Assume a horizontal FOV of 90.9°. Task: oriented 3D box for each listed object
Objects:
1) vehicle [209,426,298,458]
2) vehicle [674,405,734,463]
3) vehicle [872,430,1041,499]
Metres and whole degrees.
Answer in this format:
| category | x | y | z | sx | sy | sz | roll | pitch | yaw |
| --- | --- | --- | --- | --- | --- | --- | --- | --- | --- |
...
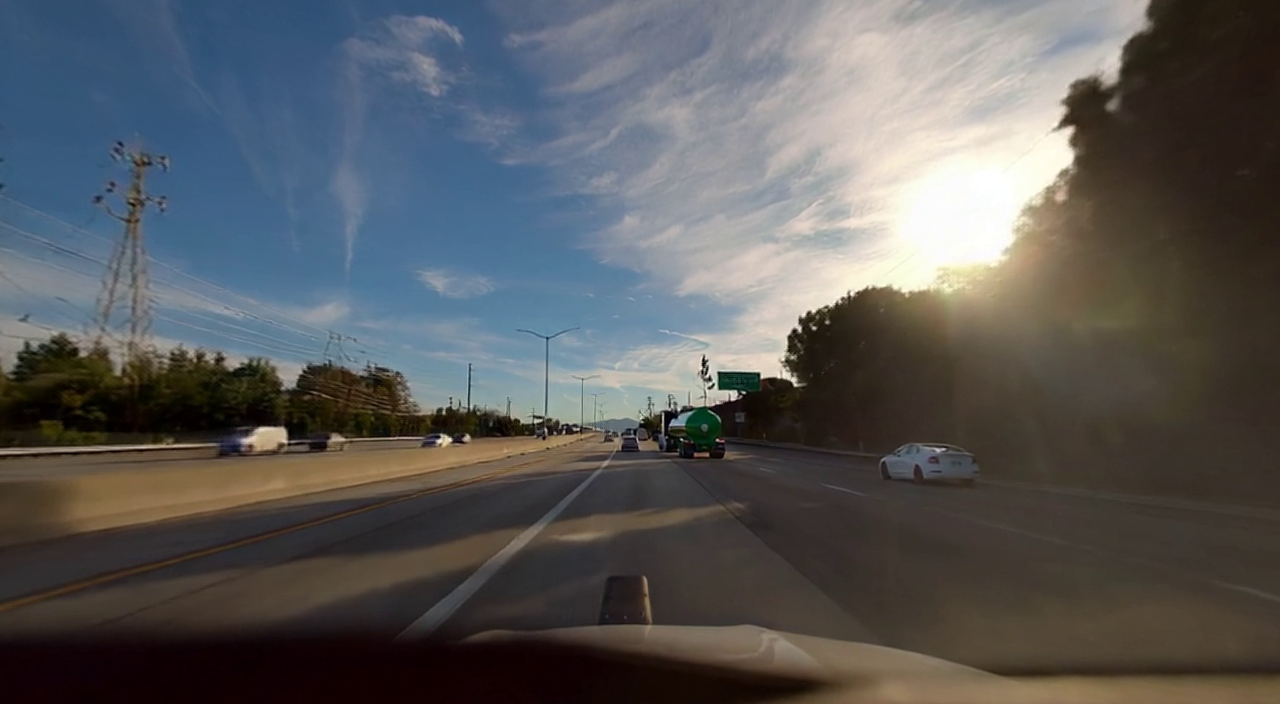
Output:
| category | x | y | z | sx | sy | sz | roll | pitch | yaw |
| --- | --- | --- | --- | --- | --- | --- | --- | --- | --- |
| vehicle | -25.039 | 5.862 | 41.146 | 2.219 | 1.863 | 5.715 | 0 | -8 | 0 |
| vehicle | 3.754 | 5.070 | 38.764 | 2.791 | 3.179 | 8.074 | 0 | -8 | 0 |
| vehicle | 7.759 | 2.782 | 16.092 | 1.905 | 1.480 | 4.624 | 0 | -8 | 0 |
